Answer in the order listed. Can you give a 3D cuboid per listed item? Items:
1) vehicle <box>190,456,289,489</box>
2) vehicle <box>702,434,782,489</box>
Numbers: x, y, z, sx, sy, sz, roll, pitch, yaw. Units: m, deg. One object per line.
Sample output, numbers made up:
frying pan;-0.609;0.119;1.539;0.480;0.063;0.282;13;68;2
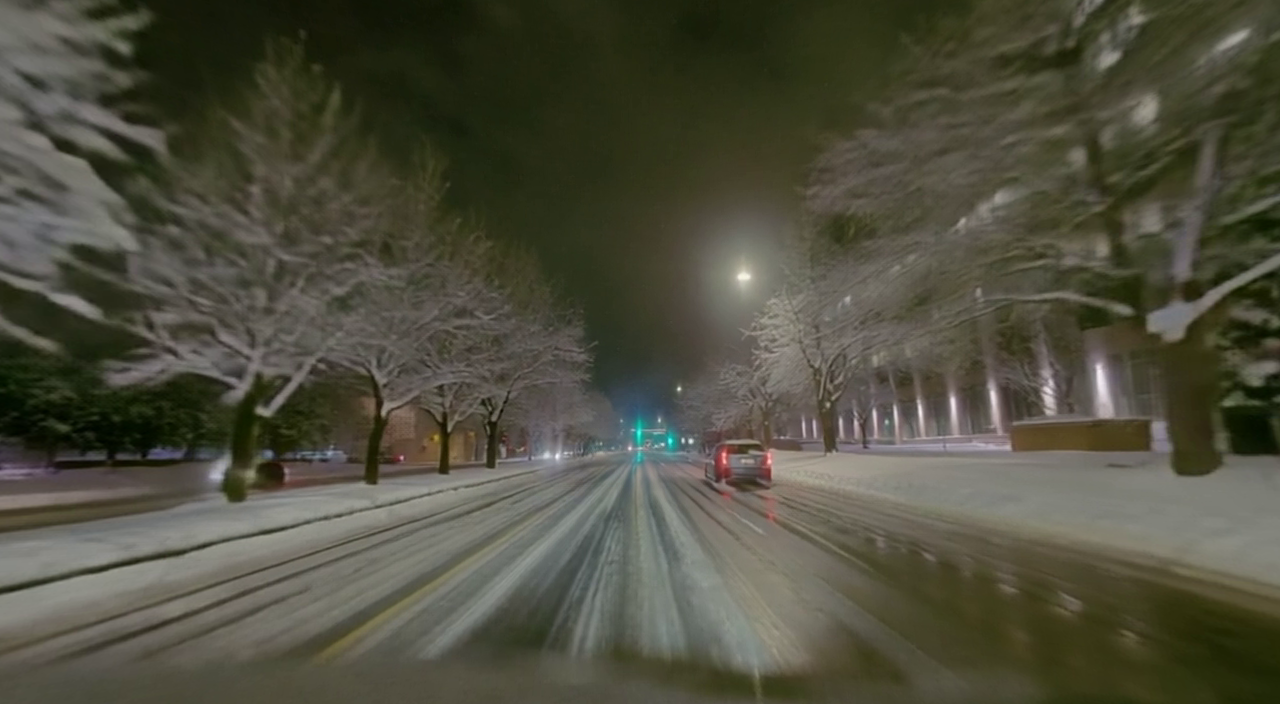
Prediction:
vehicle;-19.903;5.972;31.692;1.880;1.455;4.654;0;-9;1
vehicle;3.526;3.882;22.697;2.083;1.743;4.354;0;-8;-1
